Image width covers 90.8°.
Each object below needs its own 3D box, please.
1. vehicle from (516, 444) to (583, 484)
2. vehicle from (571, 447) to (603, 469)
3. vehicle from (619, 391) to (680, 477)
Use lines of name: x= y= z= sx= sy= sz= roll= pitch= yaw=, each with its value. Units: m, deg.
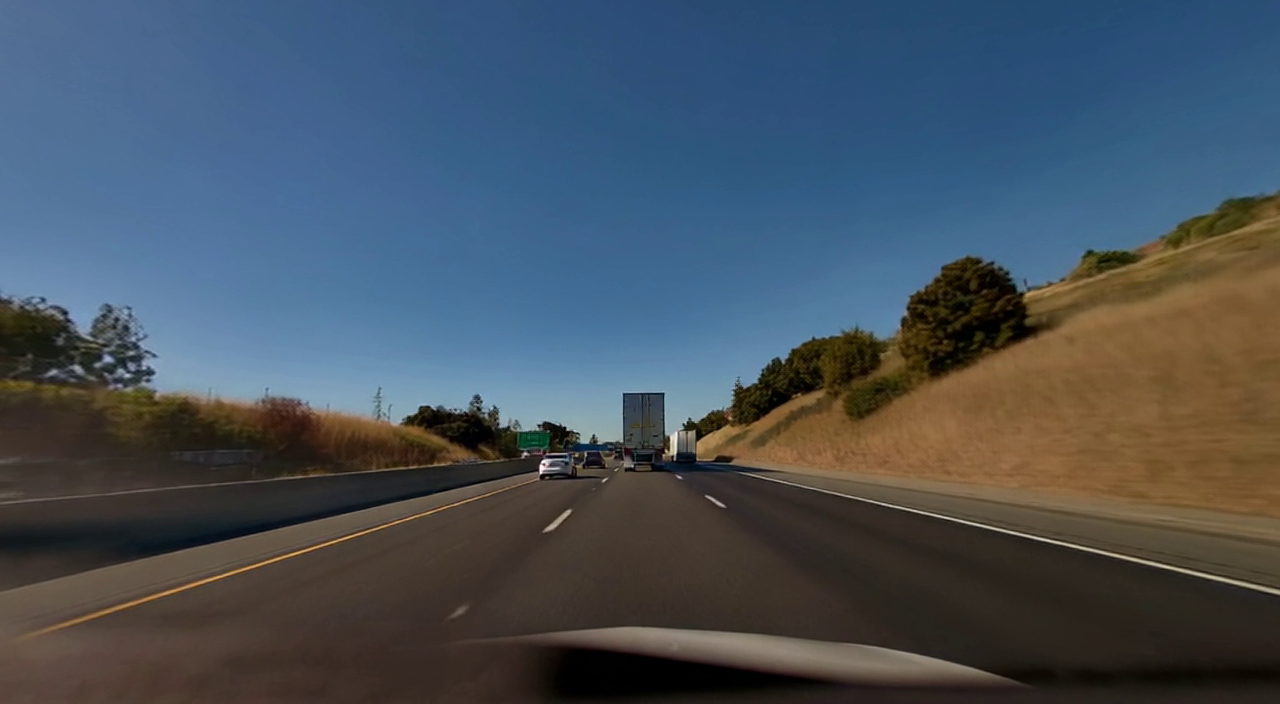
vehicle: x=-3.663 y=4.631 z=26.370 sx=2.053 sy=1.489 sz=4.740 roll=0 pitch=-9 yaw=0
vehicle: x=-3.770 y=7.638 z=45.614 sx=2.051 sy=1.537 sz=4.111 roll=0 pitch=-9 yaw=-1
vehicle: x=0.374 y=4.748 z=35.686 sx=2.919 sy=4.048 sz=11.010 roll=0 pitch=-9 yaw=-1
